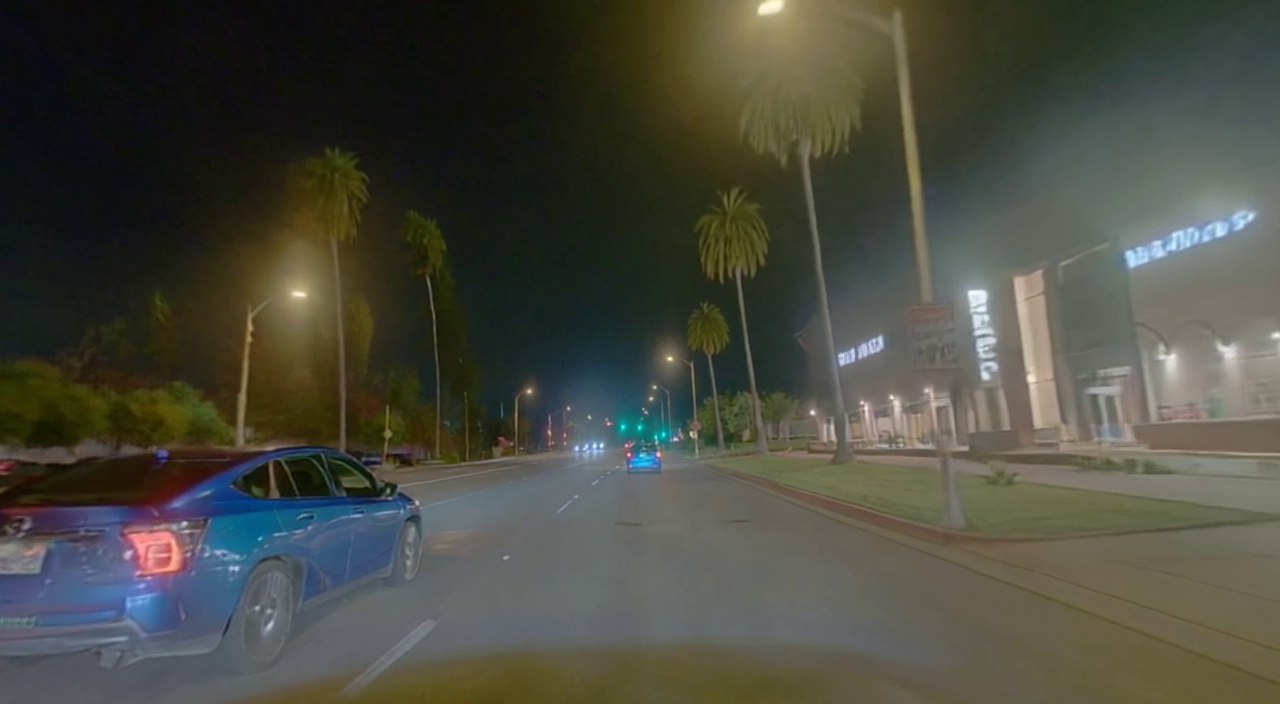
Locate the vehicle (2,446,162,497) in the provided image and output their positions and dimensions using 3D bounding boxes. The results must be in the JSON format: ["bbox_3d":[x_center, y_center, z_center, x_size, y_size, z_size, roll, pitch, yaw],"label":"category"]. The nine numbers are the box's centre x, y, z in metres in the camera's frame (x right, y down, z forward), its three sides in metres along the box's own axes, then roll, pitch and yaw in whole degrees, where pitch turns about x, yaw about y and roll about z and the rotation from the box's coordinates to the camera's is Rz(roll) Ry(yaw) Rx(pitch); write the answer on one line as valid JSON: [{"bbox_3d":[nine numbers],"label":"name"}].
[{"bbox_3d":[-22.855,4.874,25.858,4.672,1.665,1.957,-3,-7,-2],"label":"vehicle"}]

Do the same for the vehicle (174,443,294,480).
[{"bbox_3d":[-22.114,5.967,34.369,4.961,1.894,2.256,0,-9,0],"label":"vehicle"}]

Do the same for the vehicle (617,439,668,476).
[{"bbox_3d":[0.080,4.694,28.181,2.144,1.514,4.063,0,-9,-1],"label":"vehicle"}]

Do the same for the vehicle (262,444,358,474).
[{"bbox_3d":[-21.358,6.927,40.816,4.979,1.893,2.084,0,-9,-2],"label":"vehicle"}]
